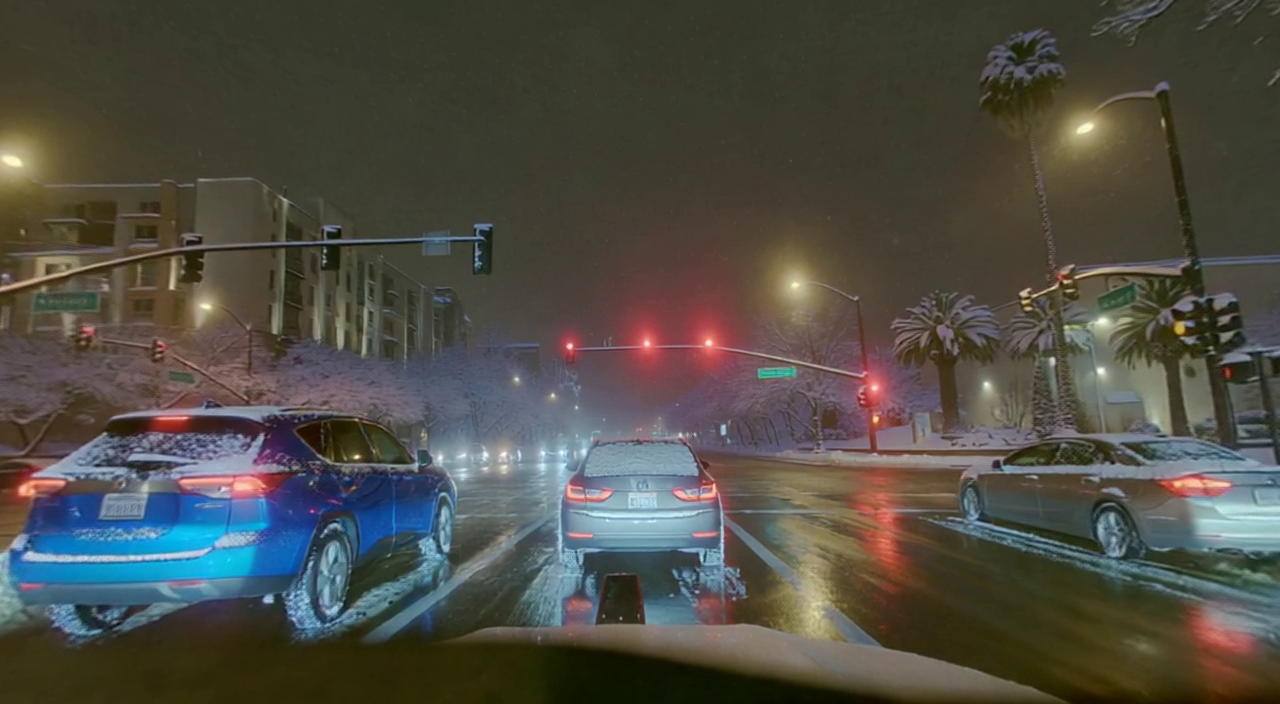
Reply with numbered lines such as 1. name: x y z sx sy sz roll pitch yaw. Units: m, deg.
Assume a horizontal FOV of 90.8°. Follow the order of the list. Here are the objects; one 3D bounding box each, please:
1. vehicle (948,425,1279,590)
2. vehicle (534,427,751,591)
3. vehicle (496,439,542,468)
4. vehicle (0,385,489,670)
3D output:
1. vehicle: 6.084 1.763 8.106 1.970 1.489 4.482 0 -8 -1
2. vehicle: -0.006 1.707 7.725 1.942 1.445 3.973 0 -8 -1
3. vehicle: -7.951 6.708 42.020 2.130 1.810 4.450 -2 -8 1
4. vehicle: -3.106 1.370 6.079 2.051 1.682 4.467 0 -8 2
